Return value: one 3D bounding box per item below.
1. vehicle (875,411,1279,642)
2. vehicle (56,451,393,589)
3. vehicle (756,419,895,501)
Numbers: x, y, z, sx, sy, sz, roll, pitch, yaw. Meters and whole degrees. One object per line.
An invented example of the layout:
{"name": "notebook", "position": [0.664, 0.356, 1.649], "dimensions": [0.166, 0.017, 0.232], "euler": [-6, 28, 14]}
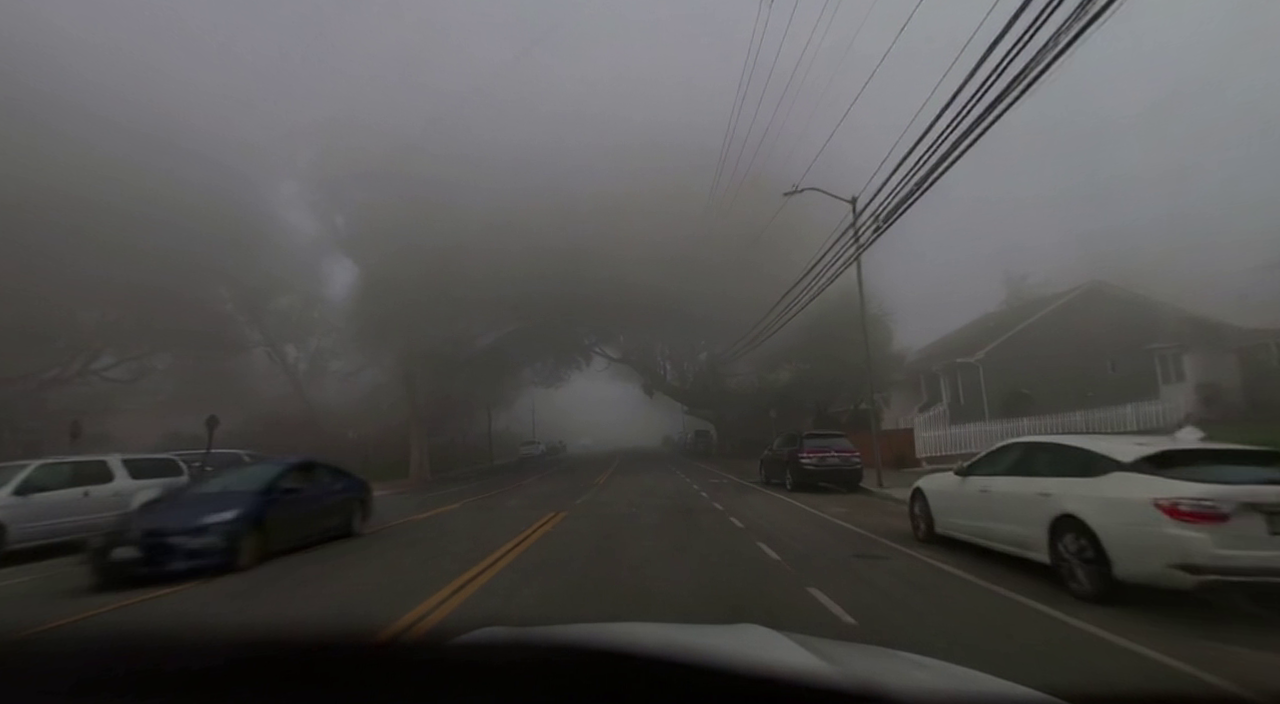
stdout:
{"name": "vehicle", "position": [4.525, 1.536, 6.809], "dimensions": [2.001, 1.532, 5.029], "euler": [0, -8, -1]}
{"name": "vehicle", "position": [-5.634, 2.277, 9.482], "dimensions": [1.948, 1.502, 4.434], "euler": [-1, -8, 1]}
{"name": "vehicle", "position": [4.542, 2.739, 16.377], "dimensions": [1.980, 1.773, 4.853], "euler": [0, -8, -2]}
